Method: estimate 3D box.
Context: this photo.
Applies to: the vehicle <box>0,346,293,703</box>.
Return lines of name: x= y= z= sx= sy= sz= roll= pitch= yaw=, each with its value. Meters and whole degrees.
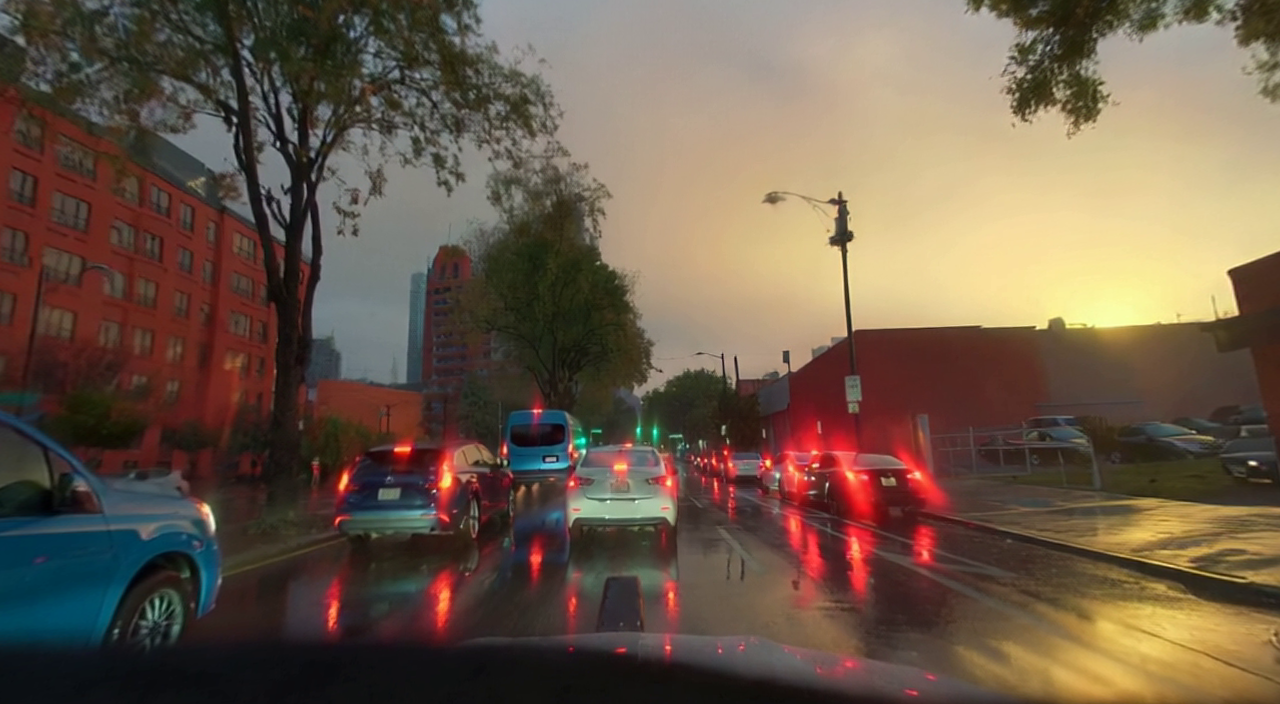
vehicle: x=-3.714 y=0.820 z=2.316 sx=2.140 sy=1.768 sz=4.685 roll=0 pitch=-9 yaw=0

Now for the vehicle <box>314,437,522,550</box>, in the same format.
vehicle: x=-3.537 y=2.323 z=11.089 sx=1.995 sy=1.554 sz=4.426 roll=0 pitch=-9 yaw=1

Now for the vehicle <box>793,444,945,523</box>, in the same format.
vehicle: x=4.908 y=2.853 z=14.195 sx=1.832 sy=1.491 sz=4.054 roll=1 pitch=-9 yaw=-1

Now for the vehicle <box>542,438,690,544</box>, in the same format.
vehicle: x=-0.373 y=2.352 z=11.300 sx=2.152 sy=1.518 sz=4.113 roll=0 pitch=-9 yaw=-1
